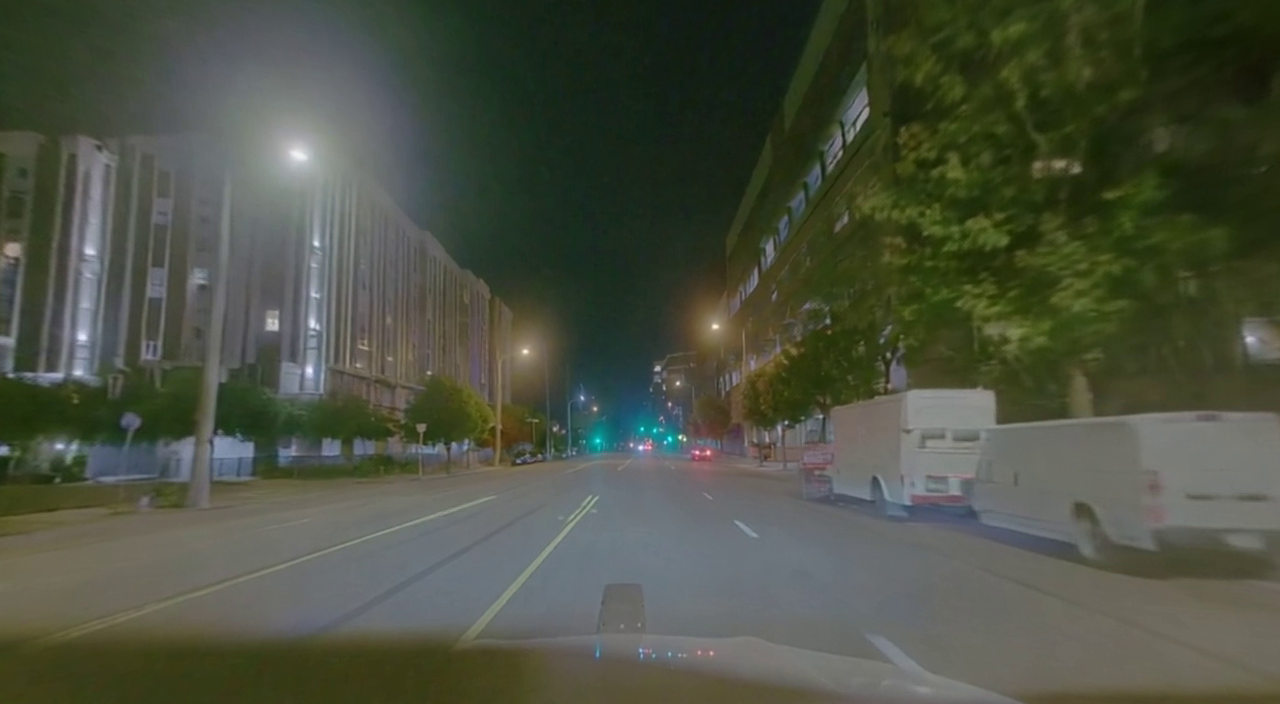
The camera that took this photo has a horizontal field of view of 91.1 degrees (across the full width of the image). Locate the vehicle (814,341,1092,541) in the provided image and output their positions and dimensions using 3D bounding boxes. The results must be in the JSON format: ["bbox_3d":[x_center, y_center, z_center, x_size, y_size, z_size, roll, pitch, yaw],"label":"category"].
[{"bbox_3d":[6.001,1.901,13.552,2.750,3.269,6.333,-1,-8,1],"label":"vehicle"}]

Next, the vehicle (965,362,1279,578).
[{"bbox_3d":[6.445,1.546,8.728,2.021,2.433,3.088,0,-8,-1],"label":"vehicle"}]
